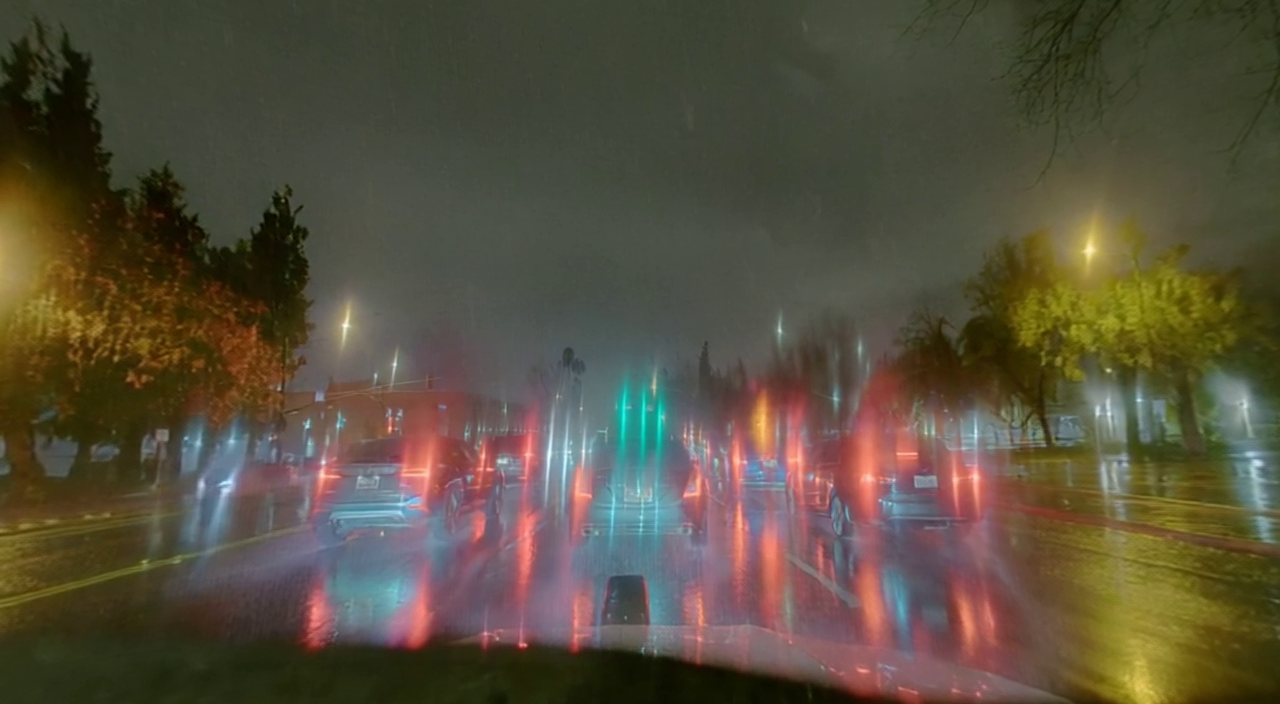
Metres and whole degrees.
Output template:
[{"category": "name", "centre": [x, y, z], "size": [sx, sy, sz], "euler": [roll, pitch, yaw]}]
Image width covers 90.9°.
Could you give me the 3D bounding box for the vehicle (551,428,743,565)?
[{"category": "vehicle", "centre": [0.053, 1.878, 8.934], "size": [2.101, 1.480, 3.929], "euler": [0, -8, -1]}]

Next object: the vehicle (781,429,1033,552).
[{"category": "vehicle", "centre": [3.782, 2.027, 10.010], "size": [1.990, 1.486, 4.431], "euler": [0, -8, -1]}]

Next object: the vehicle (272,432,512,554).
[{"category": "vehicle", "centre": [-3.458, 2.034, 9.817], "size": [2.002, 1.465, 4.098], "euler": [0, -8, 1]}]
